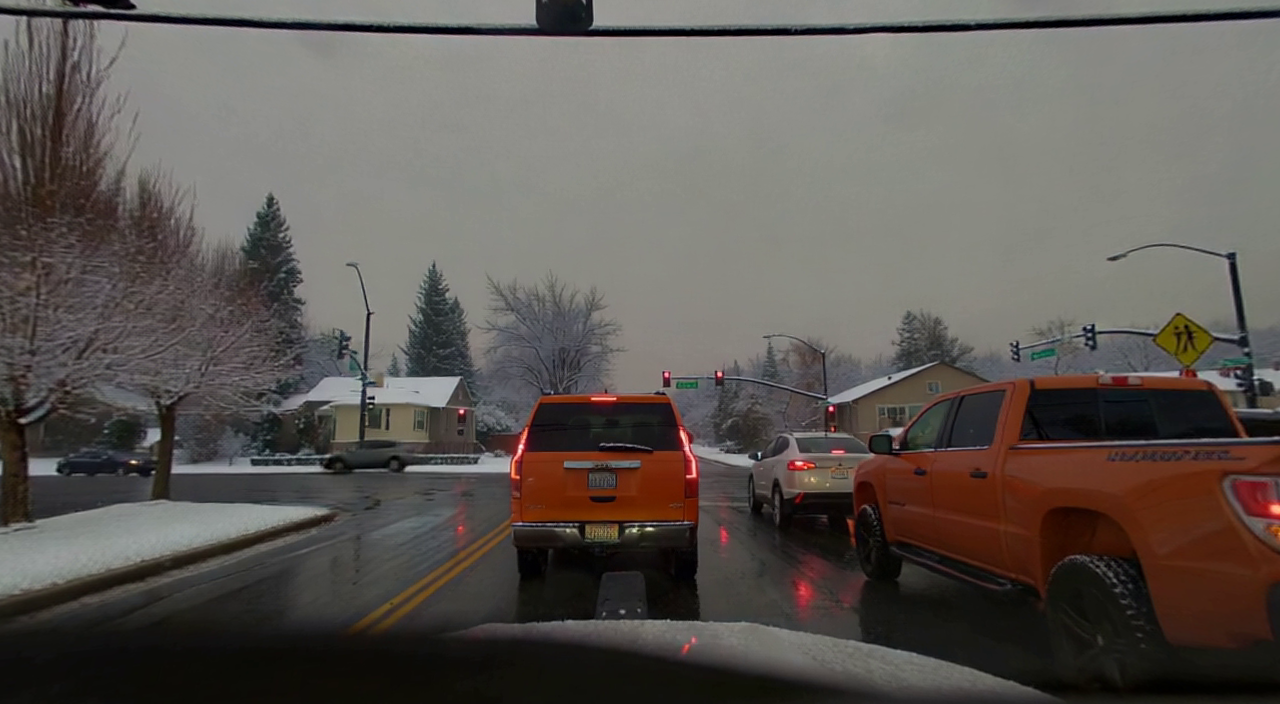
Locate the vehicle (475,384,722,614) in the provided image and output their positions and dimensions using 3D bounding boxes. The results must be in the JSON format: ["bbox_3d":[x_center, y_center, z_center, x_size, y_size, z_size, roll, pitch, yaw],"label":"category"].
[{"bbox_3d":[-0.279,1.392,6.701,1.915,1.780,3.379,0,-8,2],"label":"vehicle"}]

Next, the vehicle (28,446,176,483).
[{"bbox_3d":[-22.891,4.789,27.053,4.533,1.350,1.714,0,-7,-9],"label":"vehicle"}]

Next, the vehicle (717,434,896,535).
[{"bbox_3d":[2.720,2.266,11.532,1.952,1.465,4.421,0,-8,-2],"label":"vehicle"}]

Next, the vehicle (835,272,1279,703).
[{"bbox_3d":[2.976,0.943,3.847,1.886,1.849,5.070,0,-8,-1],"label":"vehicle"}]

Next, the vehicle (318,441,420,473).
[{"bbox_3d":[-13.631,5.313,32.023,4.404,1.534,1.704,1,-8,-9],"label":"vehicle"}]
